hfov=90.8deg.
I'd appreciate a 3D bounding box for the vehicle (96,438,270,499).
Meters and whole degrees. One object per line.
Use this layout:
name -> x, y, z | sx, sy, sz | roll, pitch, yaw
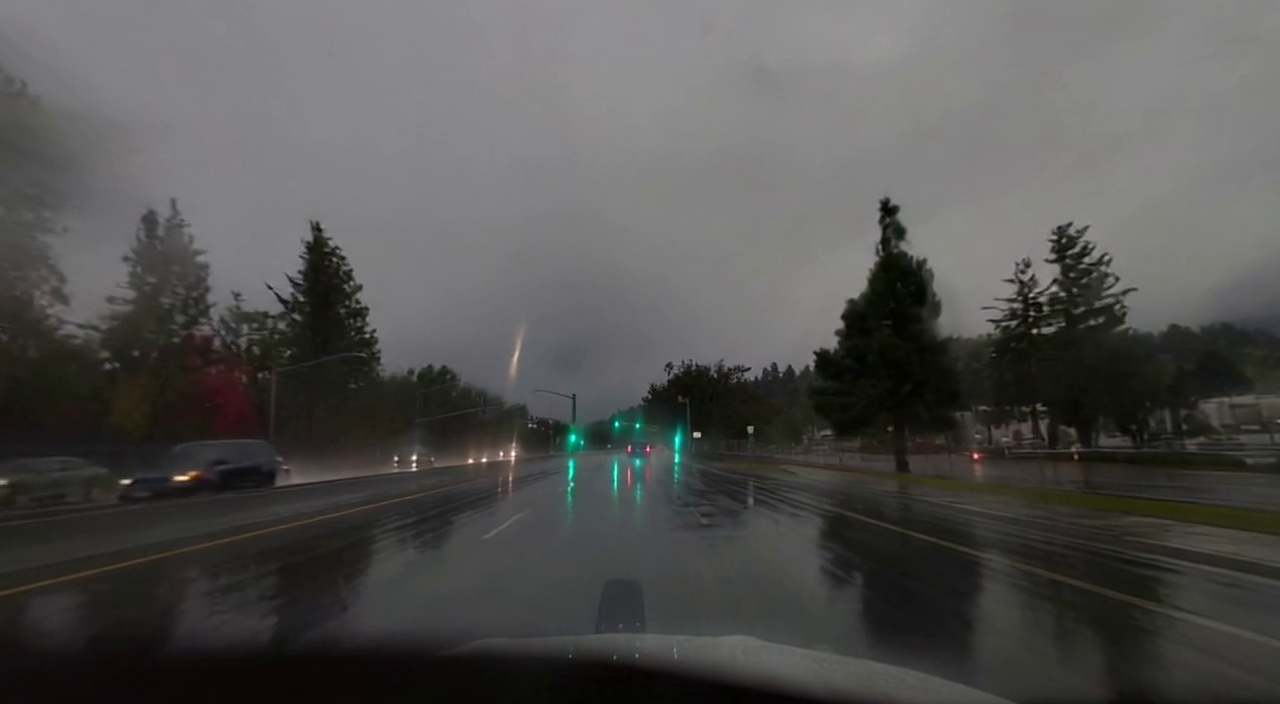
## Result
vehicle -> -14.911, 3.806, 21.086 | 2.083, 1.795, 4.880 | 0, -9, 0
